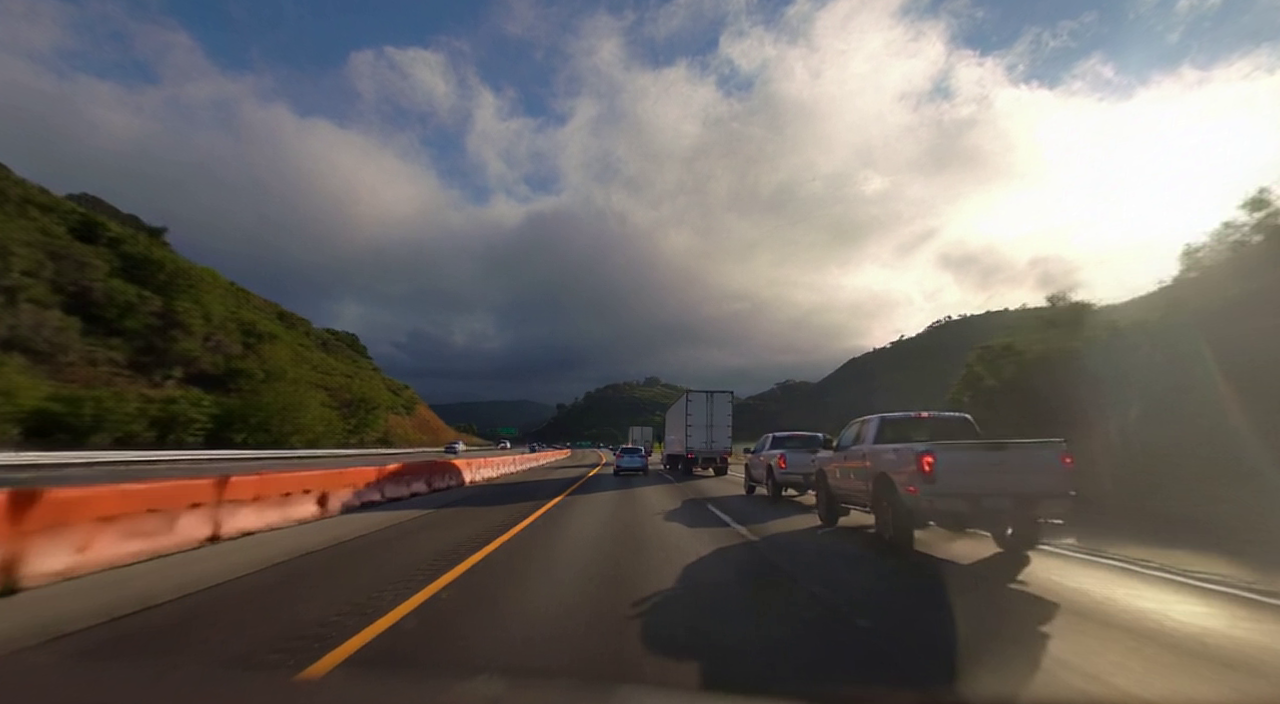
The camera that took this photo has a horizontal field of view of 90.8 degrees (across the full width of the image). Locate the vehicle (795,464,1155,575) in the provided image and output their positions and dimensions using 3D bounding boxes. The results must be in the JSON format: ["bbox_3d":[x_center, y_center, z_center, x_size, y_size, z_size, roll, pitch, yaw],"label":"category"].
[{"bbox_3d":[3.987,2.141,8.972,2.129,0.956,5.390,0,-9,-1],"label":"vehicle"}]

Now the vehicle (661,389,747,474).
[{"bbox_3d":[3.310,4.968,37.851,2.911,4.099,14.578,0,-9,-3],"label":"vehicle"}]

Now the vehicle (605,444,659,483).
[{"bbox_3d":[-0.363,4.531,25.875,2.029,1.437,3.794,0,-9,-2],"label":"vehicle"}]

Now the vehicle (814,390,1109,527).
[{"bbox_3d":[4.050,1.481,8.964,1.873,1.465,4.264,0,-9,-1],"label":"vehicle"}]
